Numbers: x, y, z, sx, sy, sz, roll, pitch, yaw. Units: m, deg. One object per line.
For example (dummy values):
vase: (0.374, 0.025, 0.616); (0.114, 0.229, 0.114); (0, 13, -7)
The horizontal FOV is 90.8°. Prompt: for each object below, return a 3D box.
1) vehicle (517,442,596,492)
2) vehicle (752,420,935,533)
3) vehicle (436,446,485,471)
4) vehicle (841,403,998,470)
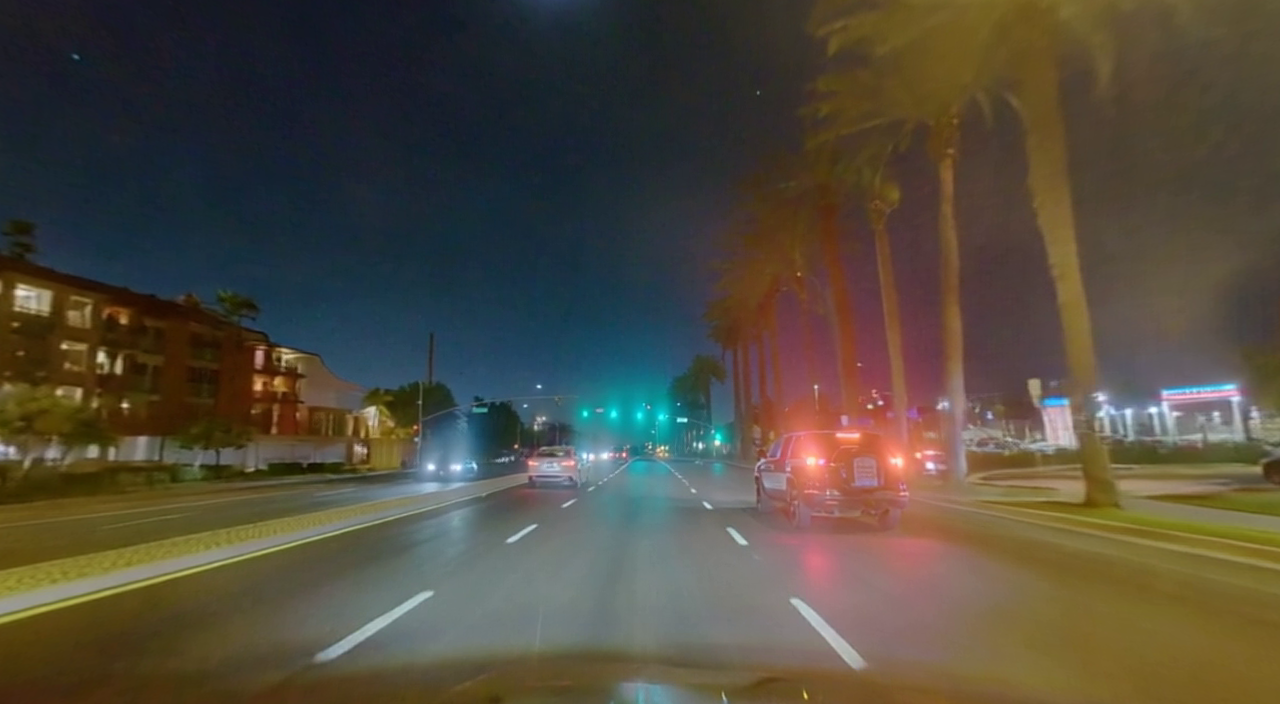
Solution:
vehicle: (-2.705, 3.863, 21.542); (2.034, 1.498, 3.995); (-1, -9, 2)
vehicle: (3.493, 2.232, 11.843); (1.982, 1.711, 4.276); (0, -9, 0)
vehicle: (-13.953, 8.279, 49.472); (2.227, 1.768, 5.034); (-1, -9, 2)
vehicle: (15.064, 4.607, 34.477); (7.195, 3.468, 2.597); (0, -9, -2)
